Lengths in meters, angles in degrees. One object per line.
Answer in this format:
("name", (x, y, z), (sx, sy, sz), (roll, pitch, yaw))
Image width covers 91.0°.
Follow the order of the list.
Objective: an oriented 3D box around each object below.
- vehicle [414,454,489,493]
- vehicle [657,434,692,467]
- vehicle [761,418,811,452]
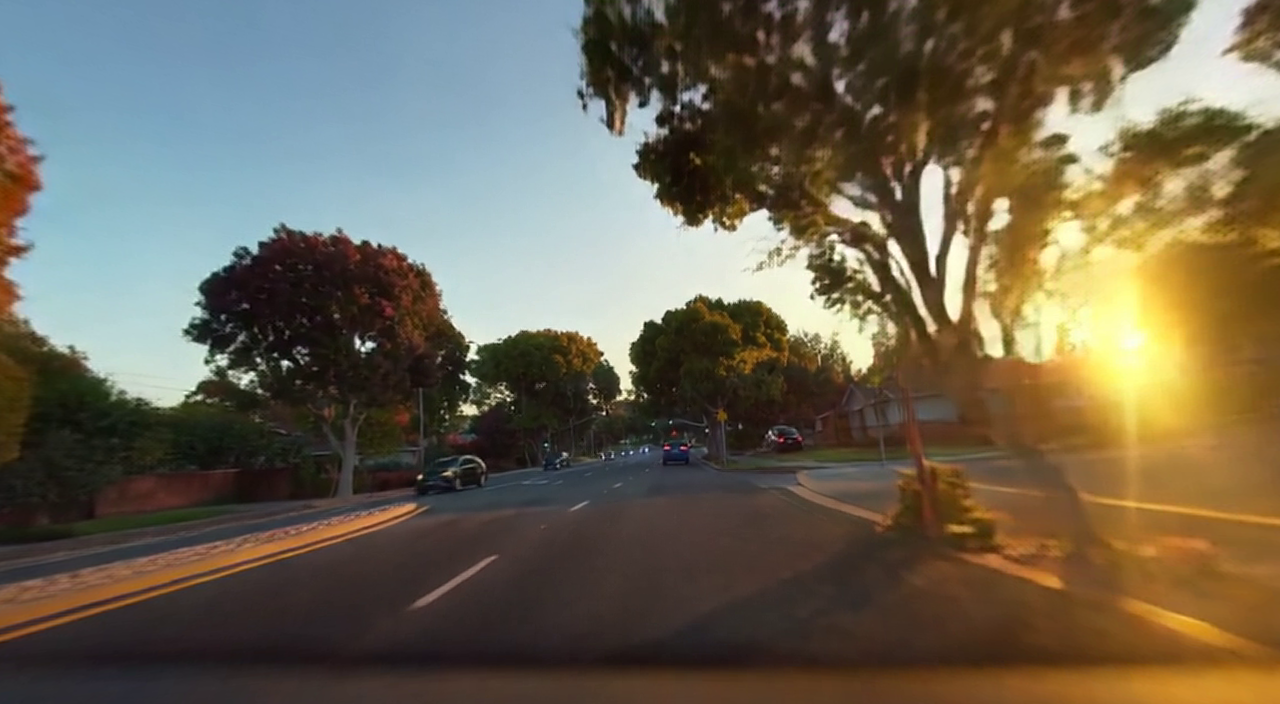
("vehicle", (-9.576, 6.188, 32.398), (2.014, 1.734, 4.482), (-2, -8, 7))
("vehicle", (2.250, 6.295, 40.357), (2.059, 1.908, 4.714), (-1, -8, 5))
("vehicle", (10.643, 6.183, 46.463), (2.531, 2.263, 6.802), (-1, -8, 4))
